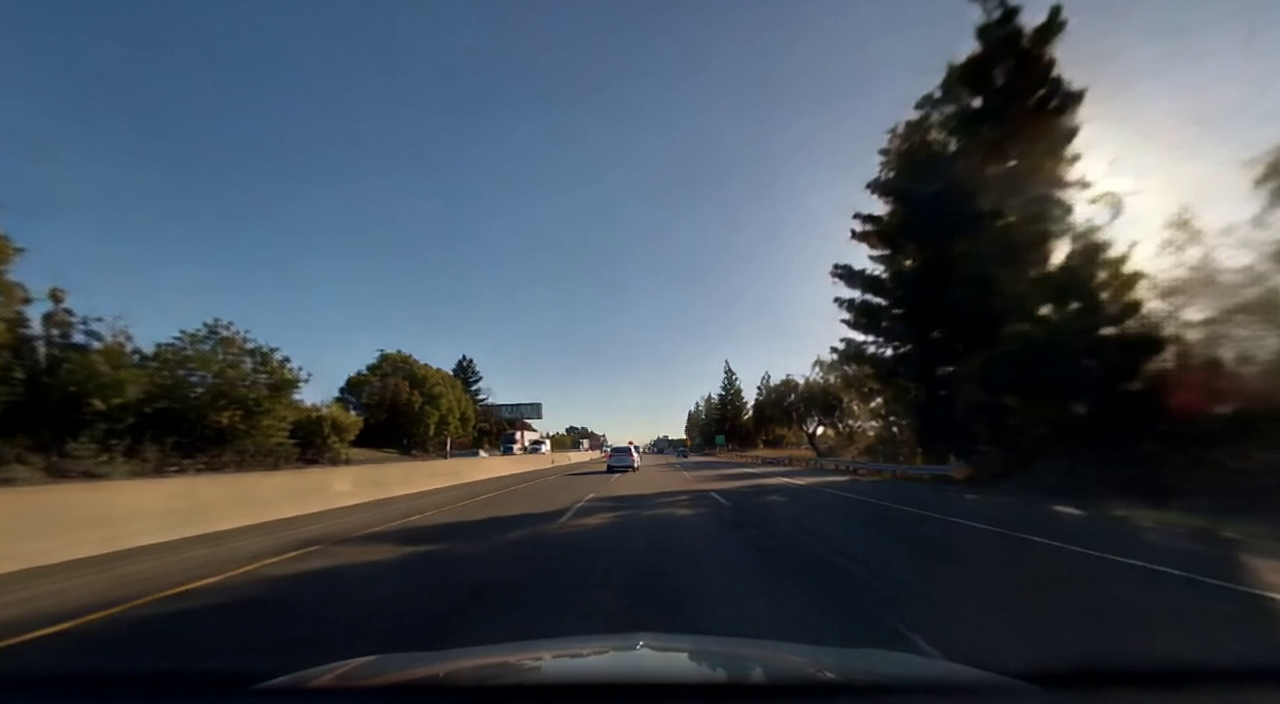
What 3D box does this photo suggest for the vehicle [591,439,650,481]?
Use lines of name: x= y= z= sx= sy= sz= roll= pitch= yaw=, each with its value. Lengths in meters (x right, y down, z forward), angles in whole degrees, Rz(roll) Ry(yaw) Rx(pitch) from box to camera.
vehicle: x=-0.745 y=4.663 z=27.451 sx=2.231 sy=1.652 sz=4.503 roll=0 pitch=-9 yaw=2

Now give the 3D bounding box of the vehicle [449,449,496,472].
vehicle: x=-11.159 y=7.236 z=42.192 sx=1.865 sy=1.466 sz=4.348 roll=0 pitch=-9 yaw=1
